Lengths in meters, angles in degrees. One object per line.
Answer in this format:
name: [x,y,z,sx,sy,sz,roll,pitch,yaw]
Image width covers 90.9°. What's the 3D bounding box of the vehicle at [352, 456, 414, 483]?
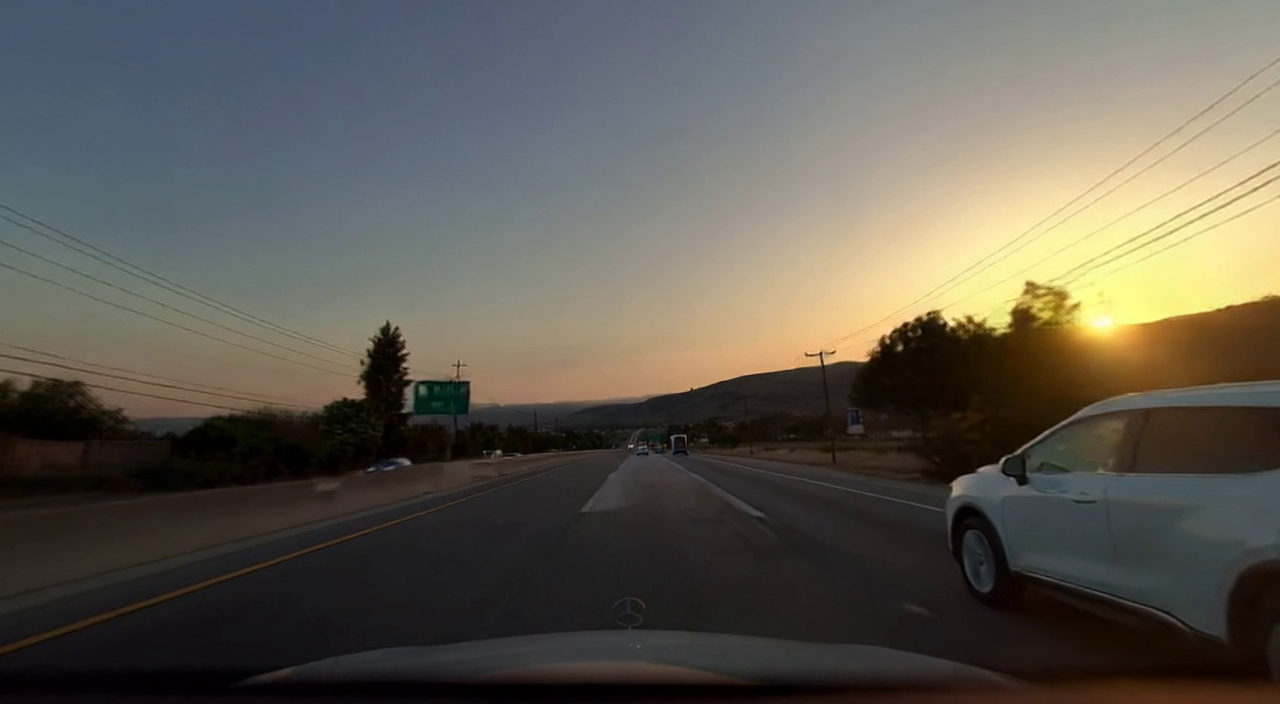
vehicle: [-16.408,7.513,40.532,1.884,1.476,4.798,0,-8,1]
